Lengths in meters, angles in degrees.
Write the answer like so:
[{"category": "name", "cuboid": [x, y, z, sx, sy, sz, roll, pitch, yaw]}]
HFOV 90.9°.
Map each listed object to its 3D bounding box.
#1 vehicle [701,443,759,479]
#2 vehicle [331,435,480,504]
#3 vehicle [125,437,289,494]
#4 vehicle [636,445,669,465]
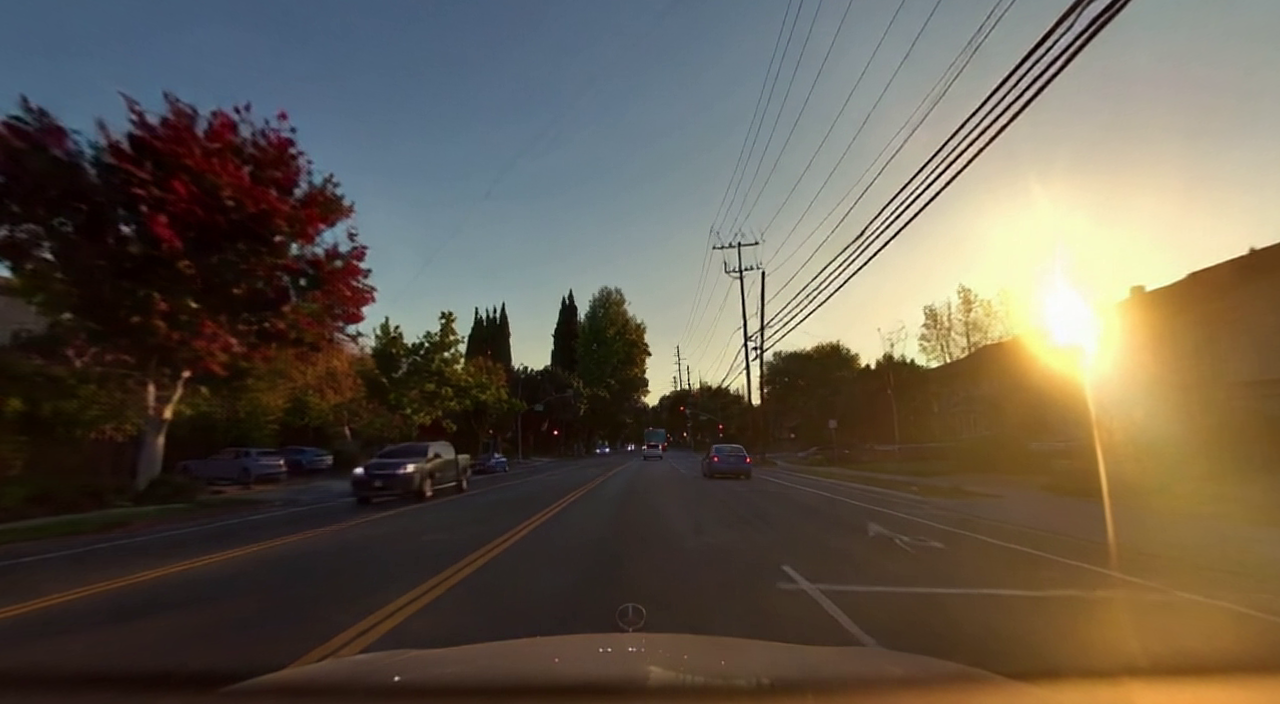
[{"category": "vehicle", "cuboid": [3.973, 4.863, 28.485, 1.951, 1.479, 4.487, 0, -8, 0]}, {"category": "vehicle", "cuboid": [-6.872, 3.500, 19.346, 2.303, 1.789, 5.423, 0, -8, 2]}, {"category": "vehicle", "cuboid": [-16.451, 4.276, 24.479, 2.244, 1.851, 5.751, -2, -8, 1]}, {"category": "vehicle", "cuboid": [0.897, 7.606, 46.820, 2.298, 1.359, 4.081, 0, -8, 1]}]
